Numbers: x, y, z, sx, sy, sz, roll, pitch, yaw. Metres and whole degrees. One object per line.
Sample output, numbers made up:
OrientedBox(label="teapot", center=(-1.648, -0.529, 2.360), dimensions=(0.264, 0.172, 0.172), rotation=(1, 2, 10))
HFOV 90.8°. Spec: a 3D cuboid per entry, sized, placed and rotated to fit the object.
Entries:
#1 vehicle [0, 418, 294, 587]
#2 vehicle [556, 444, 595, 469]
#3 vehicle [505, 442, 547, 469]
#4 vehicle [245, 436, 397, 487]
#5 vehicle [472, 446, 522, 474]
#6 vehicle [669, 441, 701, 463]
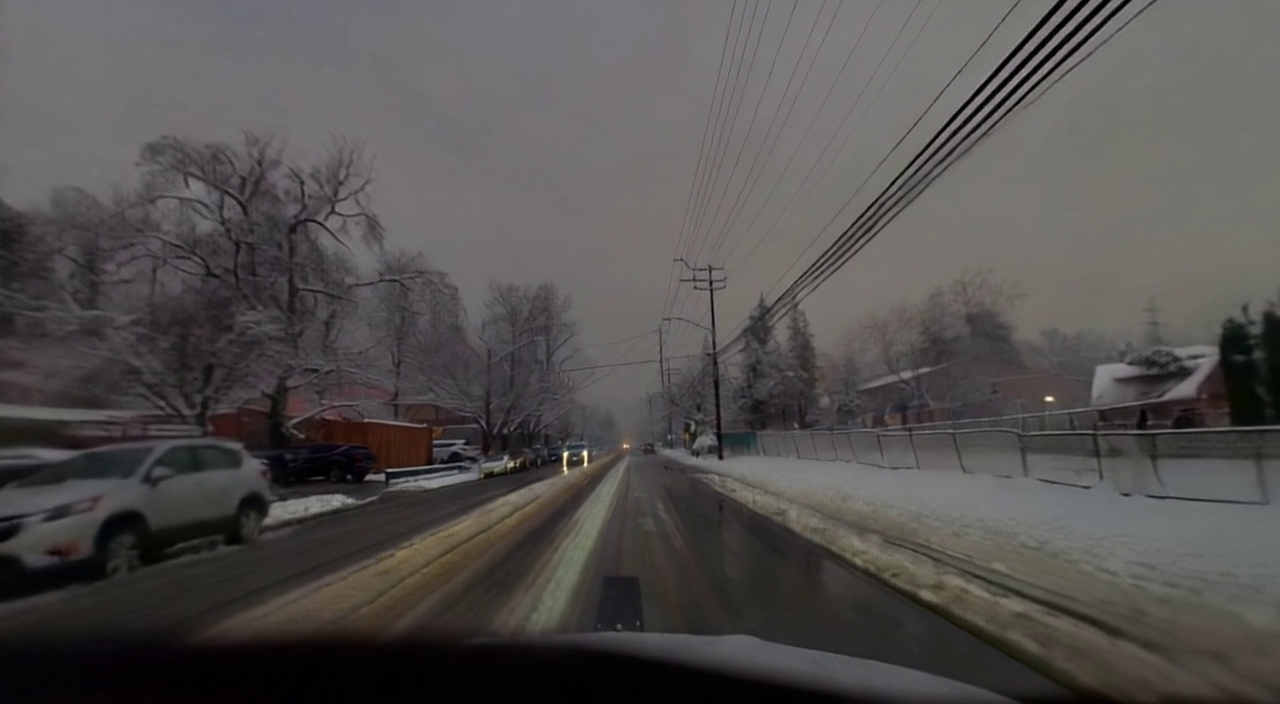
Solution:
OrientedBox(label="vehicle", center=(-6.871, 1.961, 8.847), dimensions=(1.932, 1.743, 4.079), rotation=(-2, -9, -3))
OrientedBox(label="vehicle", center=(-4.335, 7.104, 43.211), dimensions=(2.068, 1.543, 4.523), rotation=(-1, -8, 1))
OrientedBox(label="vehicle", center=(-8.190, 7.486, 45.778), dimensions=(2.055, 1.806, 4.540), rotation=(-1, -8, 1))
OrientedBox(label="vehicle", center=(-12.326, 4.237, 24.711), dimensions=(4.780, 1.867, 2.108), rotation=(0, -8, -3))
OrientedBox(label="vehicle", center=(-8.330, 6.339, 37.186), dimensions=(2.041, 1.480, 4.474), rotation=(-2, -9, -2))
OrientedBox(label="vehicle", center=(3.313, 7.432, 47.182), dimensions=(1.902, 1.542, 4.099), rotation=(0, -8, -2))
